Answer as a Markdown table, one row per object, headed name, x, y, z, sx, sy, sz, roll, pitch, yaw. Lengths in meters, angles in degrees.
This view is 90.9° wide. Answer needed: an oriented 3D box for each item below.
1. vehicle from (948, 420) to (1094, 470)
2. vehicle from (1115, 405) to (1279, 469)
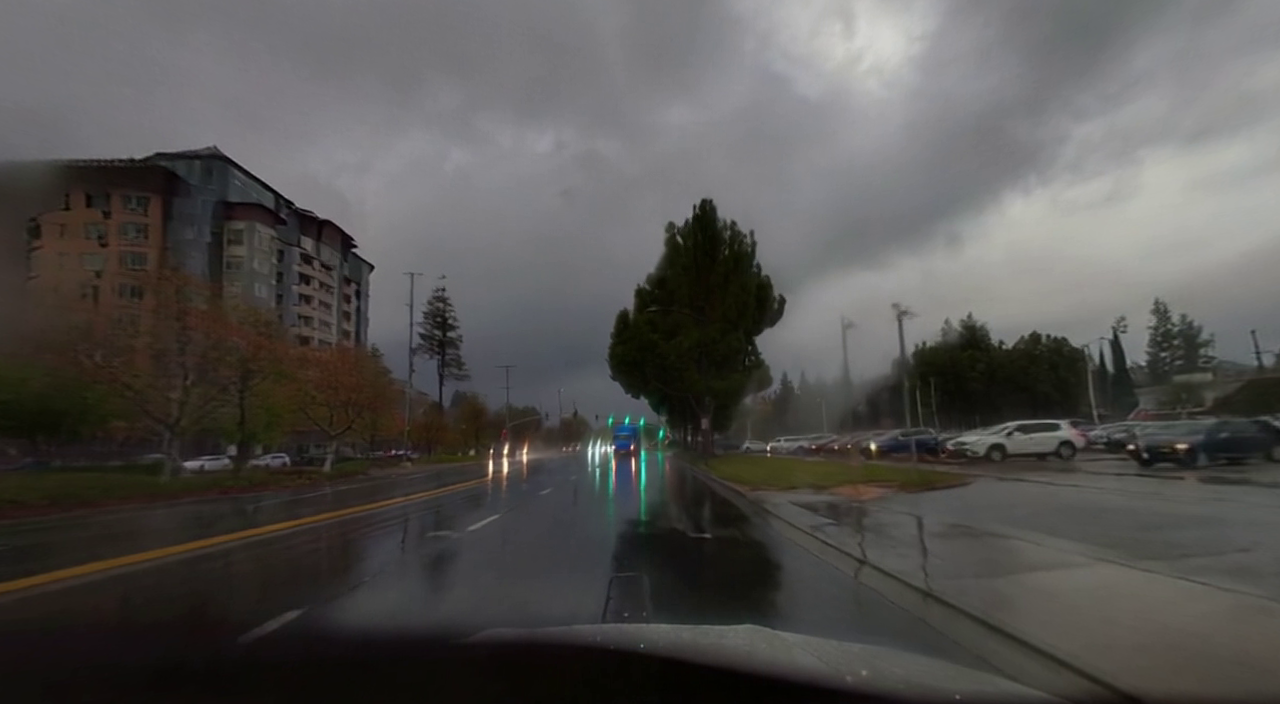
| name | x | y | z | sx | sy | sz | roll | pitch | yaw |
| --- | --- | --- | --- | --- | --- | --- | --- | --- | --- |
| vehicle | 16.435 | 4.034 | 27.326 | 5.051 | 2.038 | 2.142 | 1 | -9 | -9 |
| vehicle | 17.445 | 2.635 | 19.354 | 4.653 | 1.782 | 2.042 | 3 | -9 | -16 |
